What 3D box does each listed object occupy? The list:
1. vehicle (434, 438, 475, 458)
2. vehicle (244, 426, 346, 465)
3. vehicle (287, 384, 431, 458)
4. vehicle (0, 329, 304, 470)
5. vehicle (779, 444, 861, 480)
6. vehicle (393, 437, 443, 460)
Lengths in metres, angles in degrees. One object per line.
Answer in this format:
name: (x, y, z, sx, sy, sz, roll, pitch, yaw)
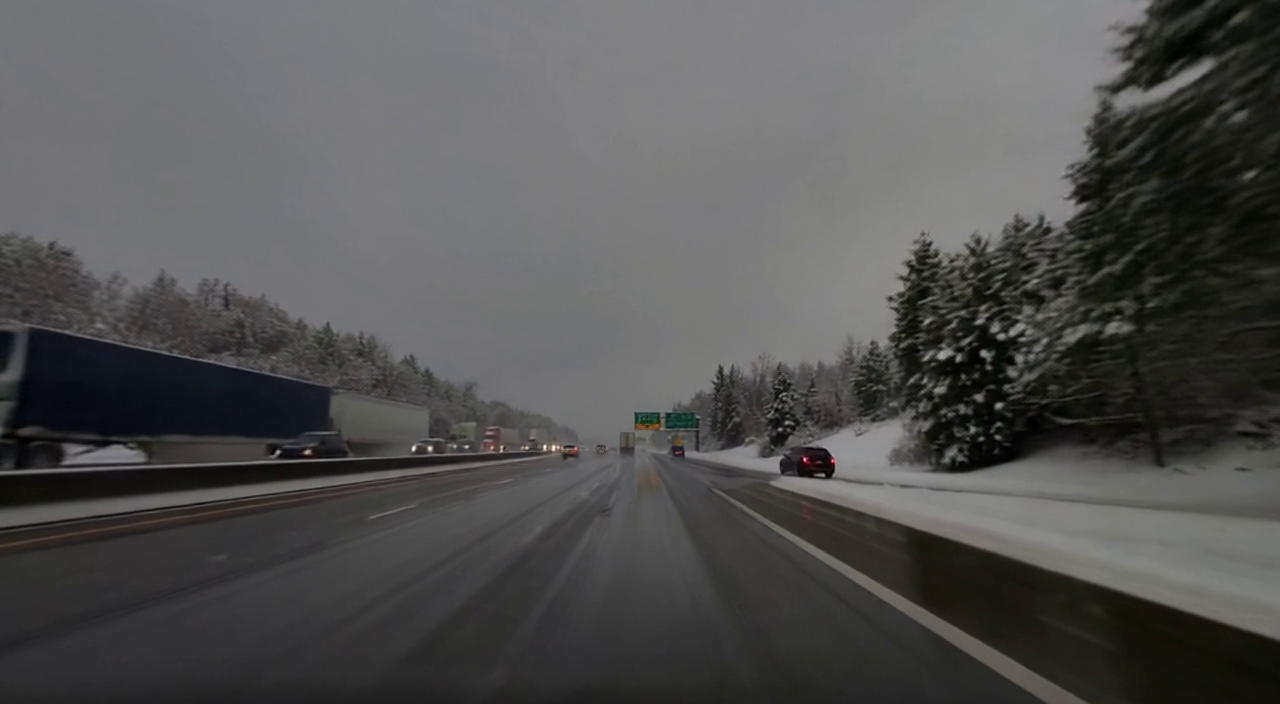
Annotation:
vehicle: (-14.590, 7.587, 49.869, 1.935, 1.462, 4.396, 0, -9, -1)
vehicle: (-14.432, 3.974, 26.642, 1.915, 1.479, 4.154, 0, -9, 0)
vehicle: (-18.641, 5.226, 43.795, 2.838, 3.993, 15.405, 3, -10, 0)
vehicle: (-18.573, 2.403, 24.809, 2.787, 3.985, 14.192, 0, -9, 0)
vehicle: (9.551, 5.877, 33.810, 2.080, 1.725, 4.252, 5, -10, -20)
vehicle: (-14.217, 6.221, 40.579, 1.873, 1.432, 3.960, 0, -9, -1)
